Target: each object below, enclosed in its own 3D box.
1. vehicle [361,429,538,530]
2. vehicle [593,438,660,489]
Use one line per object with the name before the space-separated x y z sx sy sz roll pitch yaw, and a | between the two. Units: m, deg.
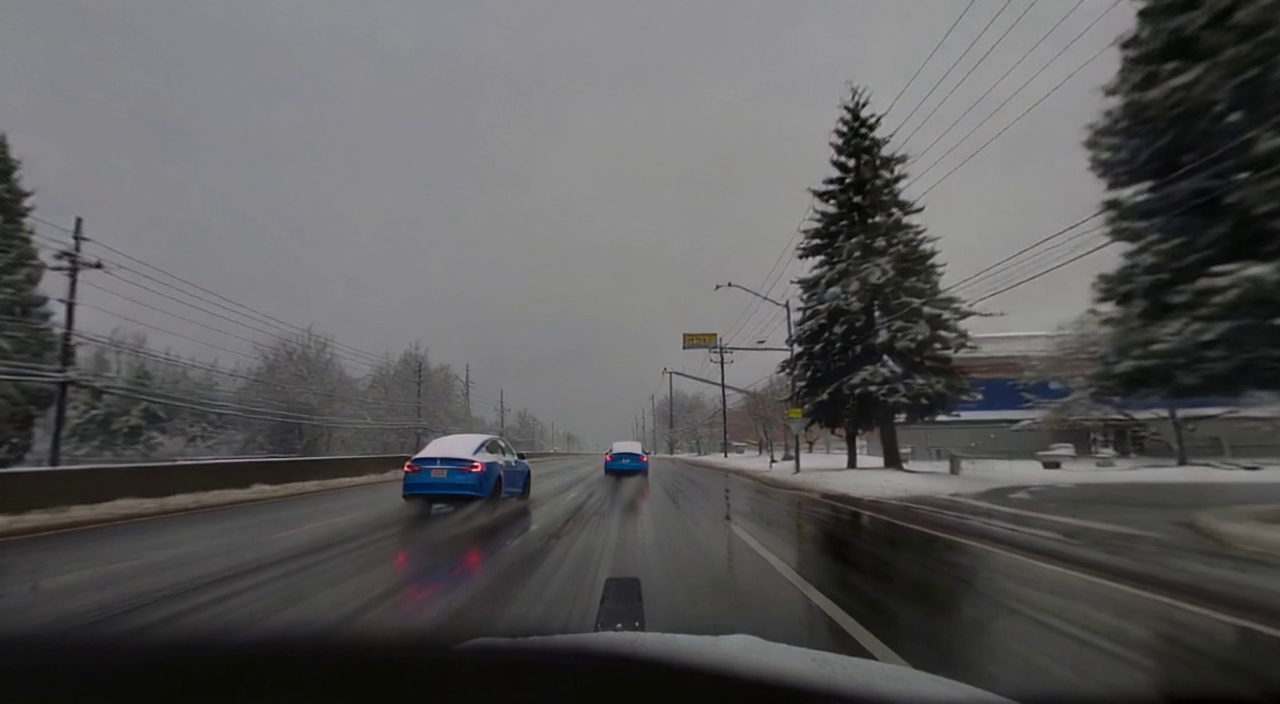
vehicle | -3.457 2.416 12.617 1.985 1.607 4.892 0 -9 0
vehicle | -0.445 3.952 22.744 2.189 1.652 4.135 0 -9 0
